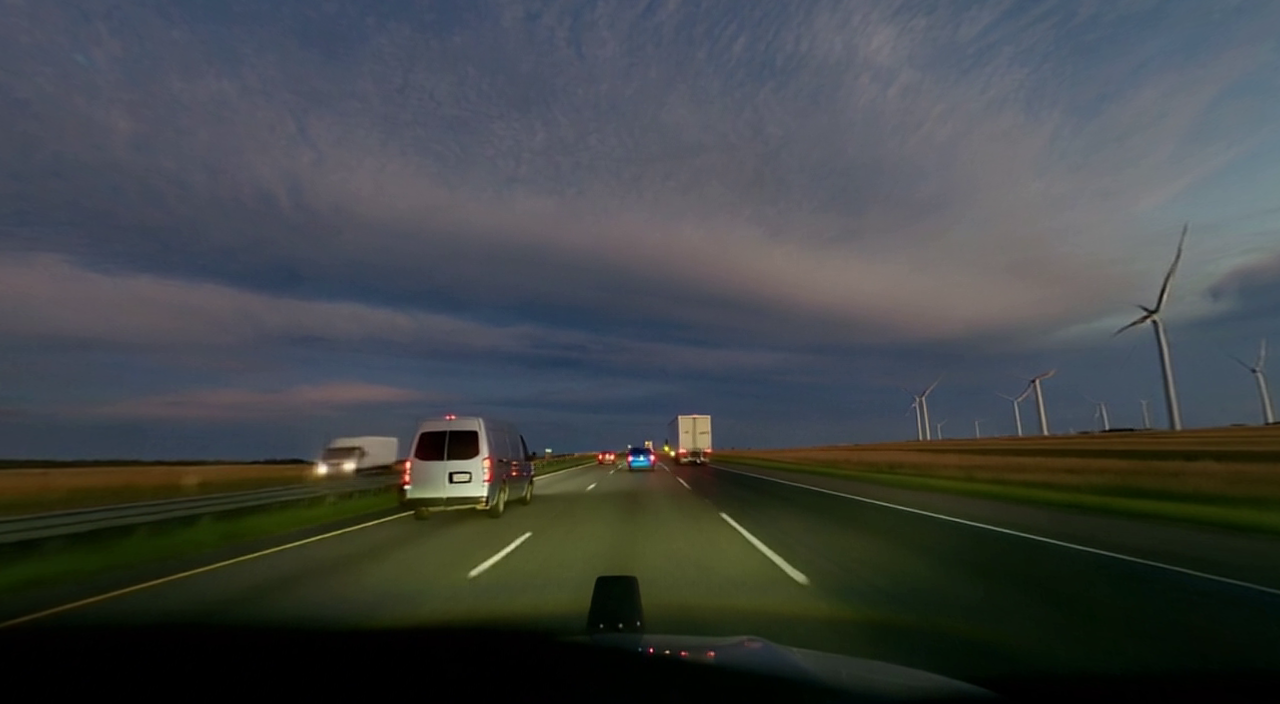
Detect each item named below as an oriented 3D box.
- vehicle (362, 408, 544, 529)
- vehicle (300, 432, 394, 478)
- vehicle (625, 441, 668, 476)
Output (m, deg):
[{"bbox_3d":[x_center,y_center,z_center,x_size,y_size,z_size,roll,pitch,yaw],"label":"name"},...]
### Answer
[{"bbox_3d":[-3.452,2.285,12.822,2.238,1.984,4.650,0,-9,0],"label":"vehicle"},{"bbox_3d":[-19.019,6.739,41.432,2.615,2.762,7.117,0,-9,1],"label":"vehicle"},{"bbox_3d":[0.325,5.495,32.631,2.083,1.689,4.083,0,-9,0],"label":"vehicle"}]
